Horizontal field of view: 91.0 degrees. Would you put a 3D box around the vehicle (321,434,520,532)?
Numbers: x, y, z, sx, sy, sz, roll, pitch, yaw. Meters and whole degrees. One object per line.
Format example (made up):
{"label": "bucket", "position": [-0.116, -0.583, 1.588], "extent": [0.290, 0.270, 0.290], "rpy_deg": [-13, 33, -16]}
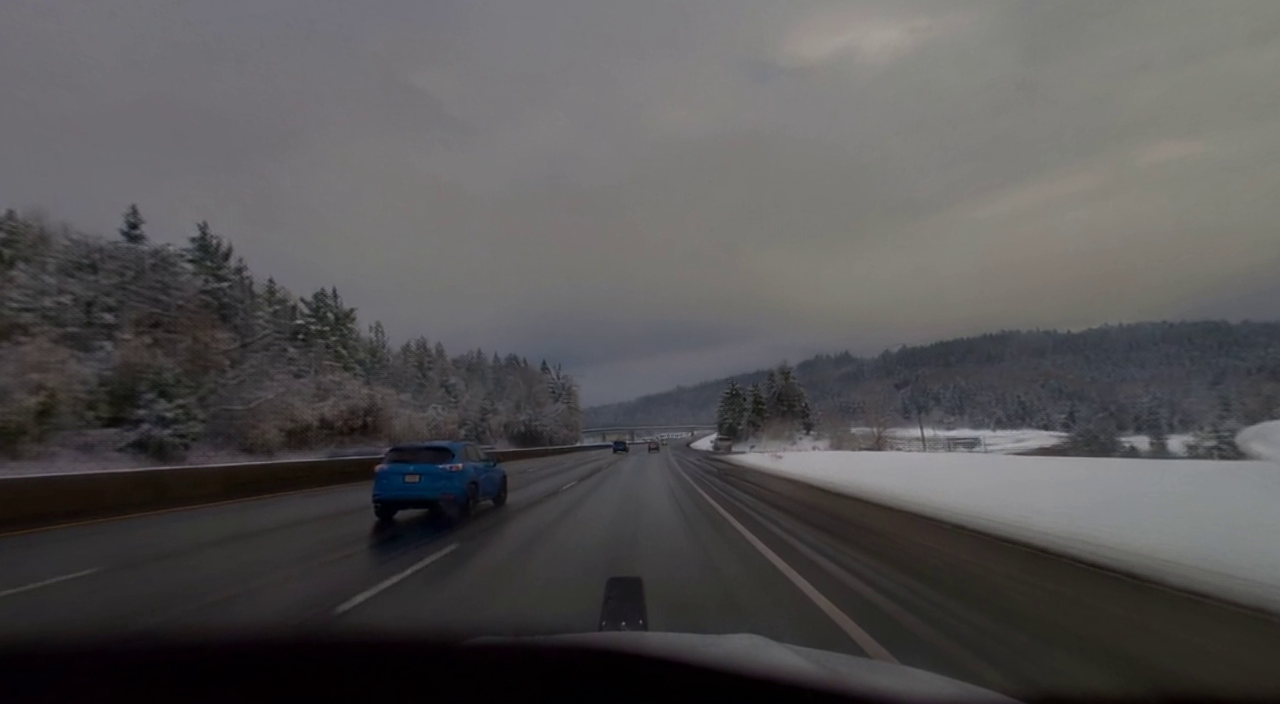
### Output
{"label": "vehicle", "position": [-3.745, 2.302, 11.762], "extent": [1.996, 1.454, 4.495], "rpy_deg": [0, -8, 2]}
